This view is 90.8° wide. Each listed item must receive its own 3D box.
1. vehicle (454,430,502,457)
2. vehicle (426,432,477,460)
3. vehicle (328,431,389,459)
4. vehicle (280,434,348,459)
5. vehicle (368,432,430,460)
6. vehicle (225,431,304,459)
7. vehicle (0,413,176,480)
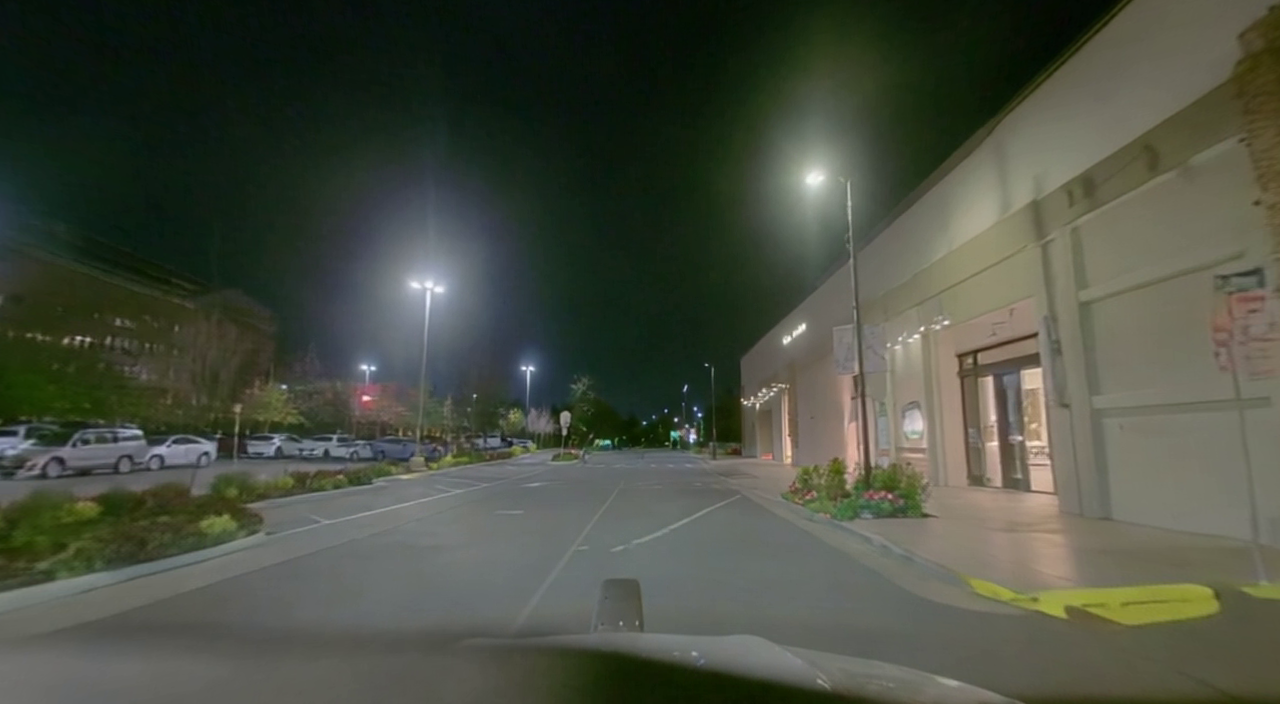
[{"bbox_3d":[-11.546,6.591,45.452,2.058,1.832,5.009,0,-8,1],"label":"vehicle"},{"bbox_3d":[-11.724,5.895,39.631,1.892,1.597,4.259,0,-8,0],"label":"vehicle"},{"bbox_3d":[-17.468,5.805,39.387,1.902,1.645,3.903,0,-9,1],"label":"vehicle"},{"bbox_3d":[-20.130,5.870,39.206,1.909,1.474,3.908,-1,-8,4],"label":"vehicle"},{"bbox_3d":[-14.832,5.819,39.091,1.928,1.613,4.197,-1,-8,4],"label":"vehicle"},{"bbox_3d":[-23.147,5.757,39.121,1.773,1.498,4.085,2,-8,13],"label":"vehicle"},{"bbox_3d":[-18.113,3.106,20.865,1.972,1.923,4.535,-1,-8,2],"label":"vehicle"}]
